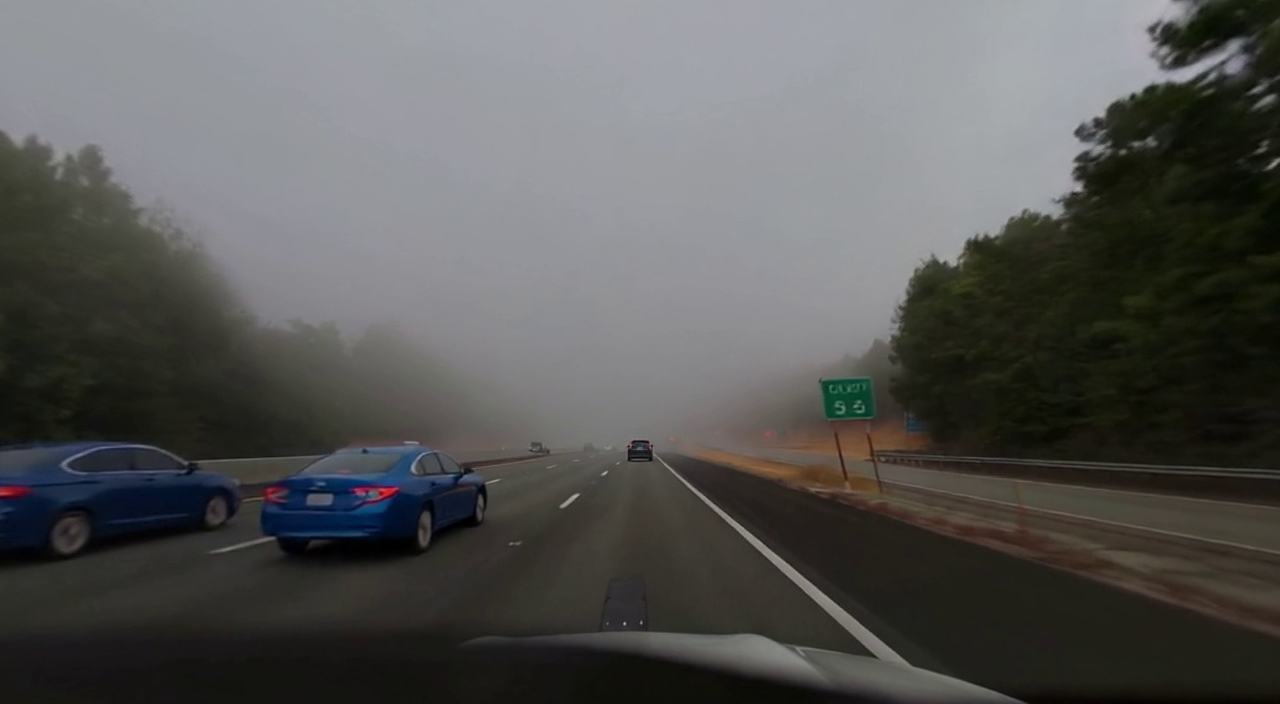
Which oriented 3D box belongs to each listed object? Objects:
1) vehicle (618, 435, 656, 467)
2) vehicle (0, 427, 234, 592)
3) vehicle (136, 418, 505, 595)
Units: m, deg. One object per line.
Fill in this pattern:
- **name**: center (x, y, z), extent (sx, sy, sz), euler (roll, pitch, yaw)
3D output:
- **vehicle**: center (-0.139, 6.270, 40.127), extent (2.309, 1.915, 5.130), euler (0, -8, 1)
- **vehicle**: center (-6.942, 1.599, 6.734), extent (2.009, 1.519, 4.697), euler (-1, -8, 1)
- **vehicle**: center (-3.458, 1.783, 8.338), extent (2.139, 1.589, 5.102), euler (0, -8, 1)
